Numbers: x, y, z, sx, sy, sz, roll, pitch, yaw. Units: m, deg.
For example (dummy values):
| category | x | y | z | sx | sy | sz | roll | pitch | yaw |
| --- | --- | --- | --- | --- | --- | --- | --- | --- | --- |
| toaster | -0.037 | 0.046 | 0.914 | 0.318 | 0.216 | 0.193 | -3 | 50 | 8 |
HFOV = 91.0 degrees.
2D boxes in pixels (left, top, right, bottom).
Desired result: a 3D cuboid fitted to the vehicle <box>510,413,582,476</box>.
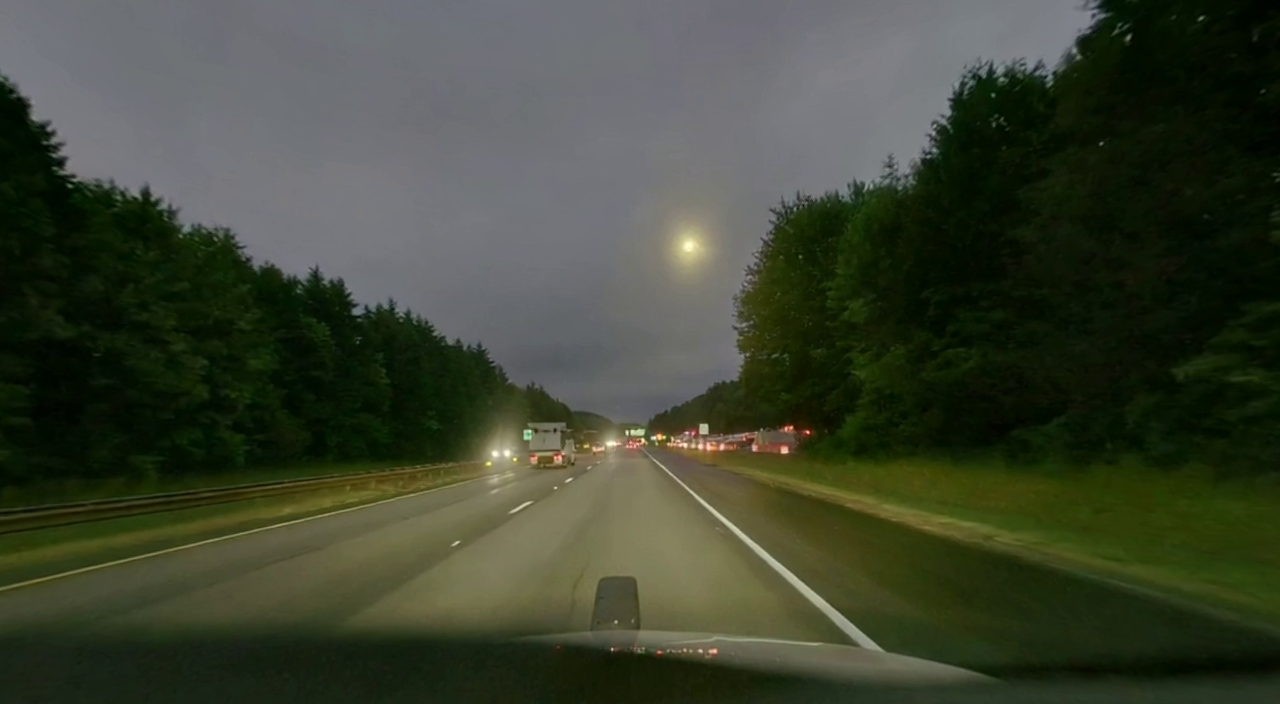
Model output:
| category | x | y | z | sx | sy | sz | roll | pitch | yaw |
| --- | --- | --- | --- | --- | --- | --- | --- | --- | --- |
| vehicle | -4.252 | 4.366 | 29.744 | 2.484 | 2.625 | 5.907 | 0 | -8 | 0 |
